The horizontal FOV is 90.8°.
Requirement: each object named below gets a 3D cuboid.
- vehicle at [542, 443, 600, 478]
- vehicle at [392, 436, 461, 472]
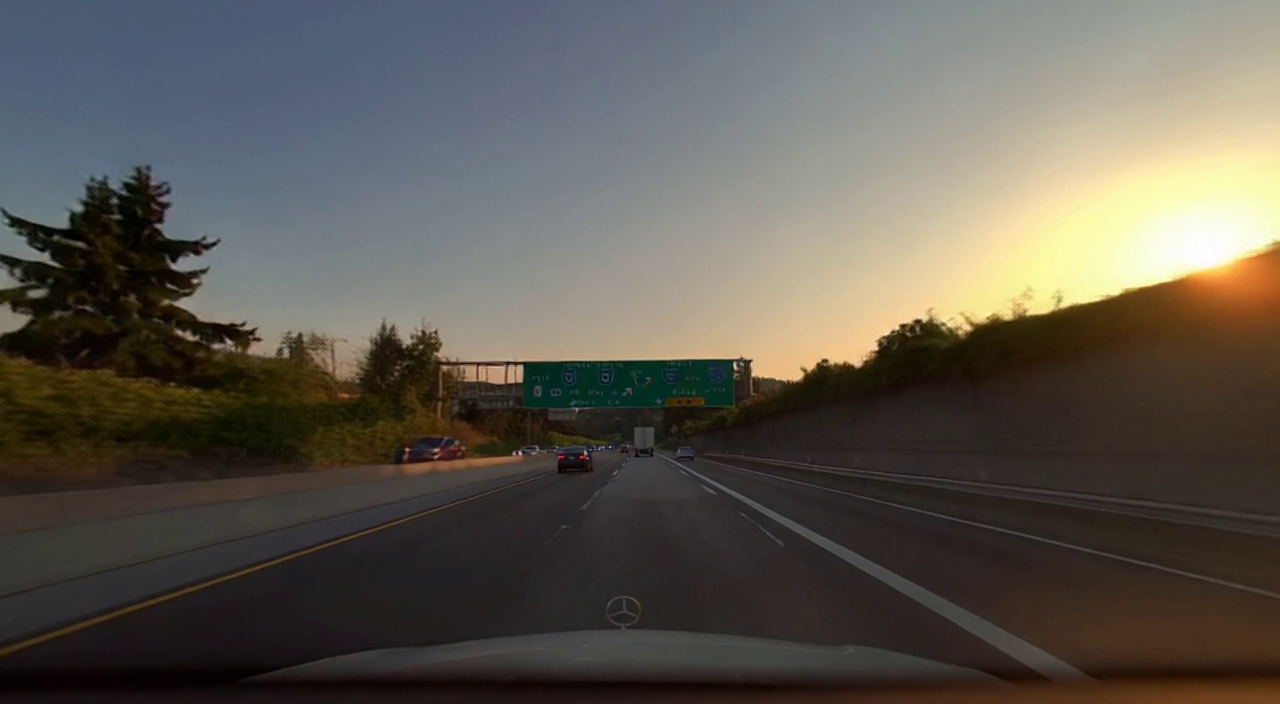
[{"bbox_3d":[-3.028,4.873,28.589,2.020,1.475,4.434,0,-9,1],"label":"vehicle"},{"bbox_3d":[-11.872,5.703,35.490,2.075,1.873,4.972,0,-9,1],"label":"vehicle"}]
